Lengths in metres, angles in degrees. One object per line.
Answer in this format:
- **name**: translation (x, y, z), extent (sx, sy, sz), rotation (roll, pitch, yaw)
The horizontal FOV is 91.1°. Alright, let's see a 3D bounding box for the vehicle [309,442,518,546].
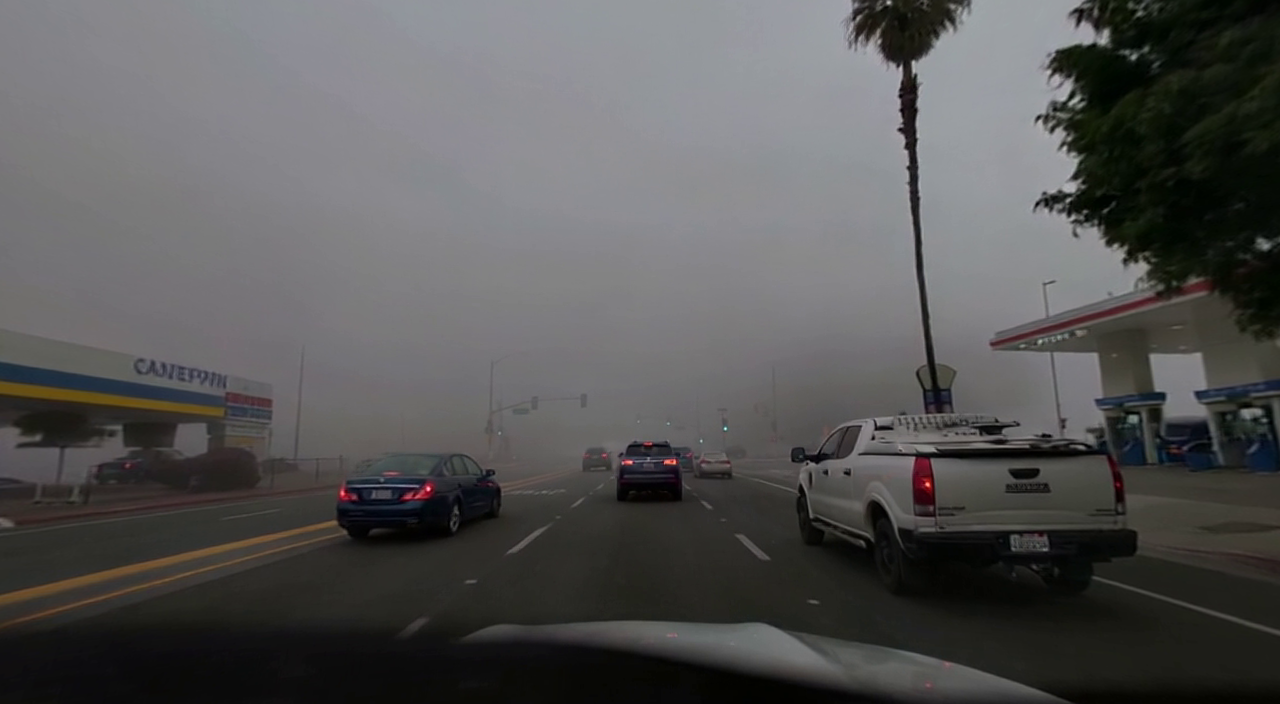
- **vehicle**: translation (-3.820, 2.454, 11.694), extent (1.983, 1.502, 4.720), rotation (-1, -8, 2)

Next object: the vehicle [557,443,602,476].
- **vehicle**: translation (-3.461, 6.243, 36.844), extent (2.071, 1.811, 4.605), rotation (0, -8, 2)

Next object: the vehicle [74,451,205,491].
- **vehicle**: translation (-29.274, 6.937, 37.147), extent (2.543, 2.092, 6.613), rotation (0, -8, -3)

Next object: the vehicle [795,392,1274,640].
- **vehicle**: translation (3.612, 1.620, 7.488), extent (2.120, 1.828, 5.531), rotation (0, -8, 0)

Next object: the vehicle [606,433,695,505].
- **vehicle**: translation (0.305, 3.416, 18.979), extent (2.295, 1.835, 5.471), rotation (0, -8, 1)

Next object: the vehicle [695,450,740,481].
- **vehicle**: translation (3.931, 5.815, 32.429), extent (1.901, 1.401, 3.965), rotation (0, -8, 1)

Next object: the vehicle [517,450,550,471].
- **vehicle**: translation (-8.333, 8.511, 49.531), extent (1.921, 1.489, 4.250), rotation (0, -8, -1)
